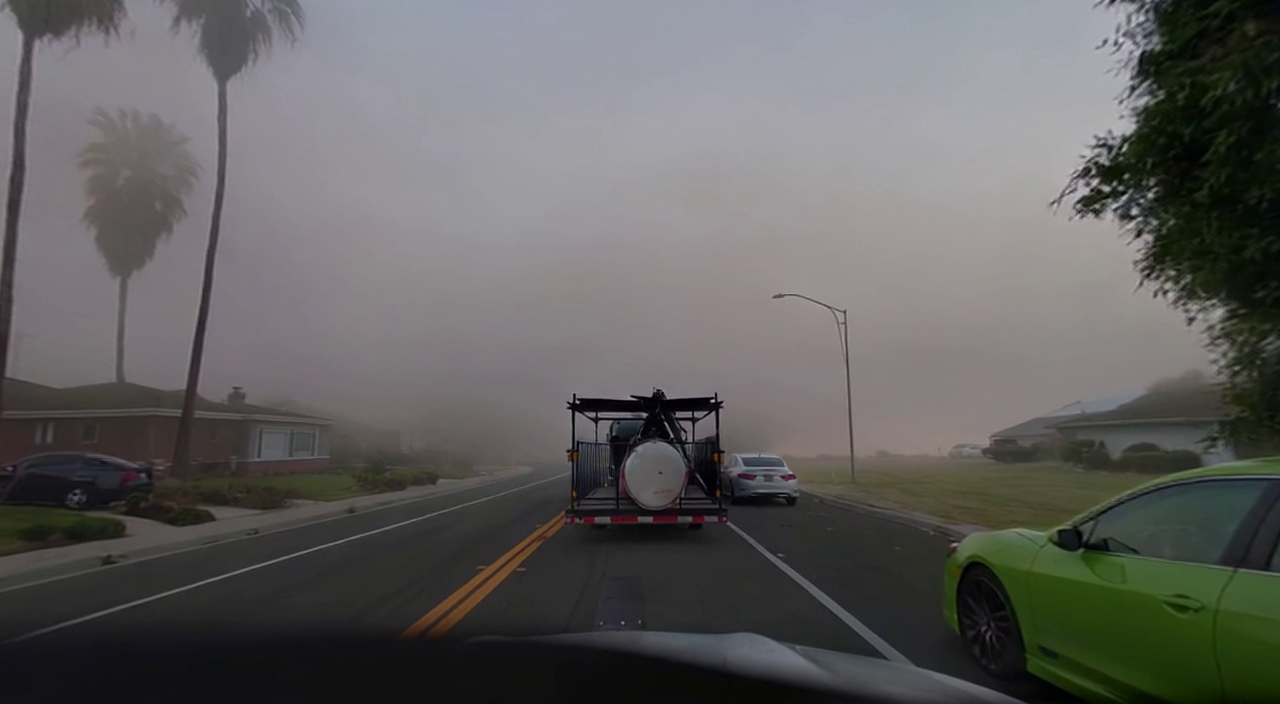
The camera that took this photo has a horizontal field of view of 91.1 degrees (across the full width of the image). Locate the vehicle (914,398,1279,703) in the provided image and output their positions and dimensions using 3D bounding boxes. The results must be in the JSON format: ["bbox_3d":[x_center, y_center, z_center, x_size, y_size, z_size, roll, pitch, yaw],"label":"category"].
[{"bbox_3d":[3.042,0.904,1.890,2.171,1.520,4.853,0,-8,-1],"label":"vehicle"}]

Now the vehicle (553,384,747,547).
[{"bbox_3d":[0.168,2.081,12.200,2.728,2.305,6.506,0,-8,1],"label":"vehicle"}]

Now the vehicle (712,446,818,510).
[{"bbox_3d":[3.231,3.328,17.143,2.010,1.499,4.107,0,-8,0],"label":"vehicle"}]

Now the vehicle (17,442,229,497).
[{"bbox_3d":[-15.084,3.427,18.526,4.490,1.500,1.875,0,-8,-2],"label":"vehicle"}]
